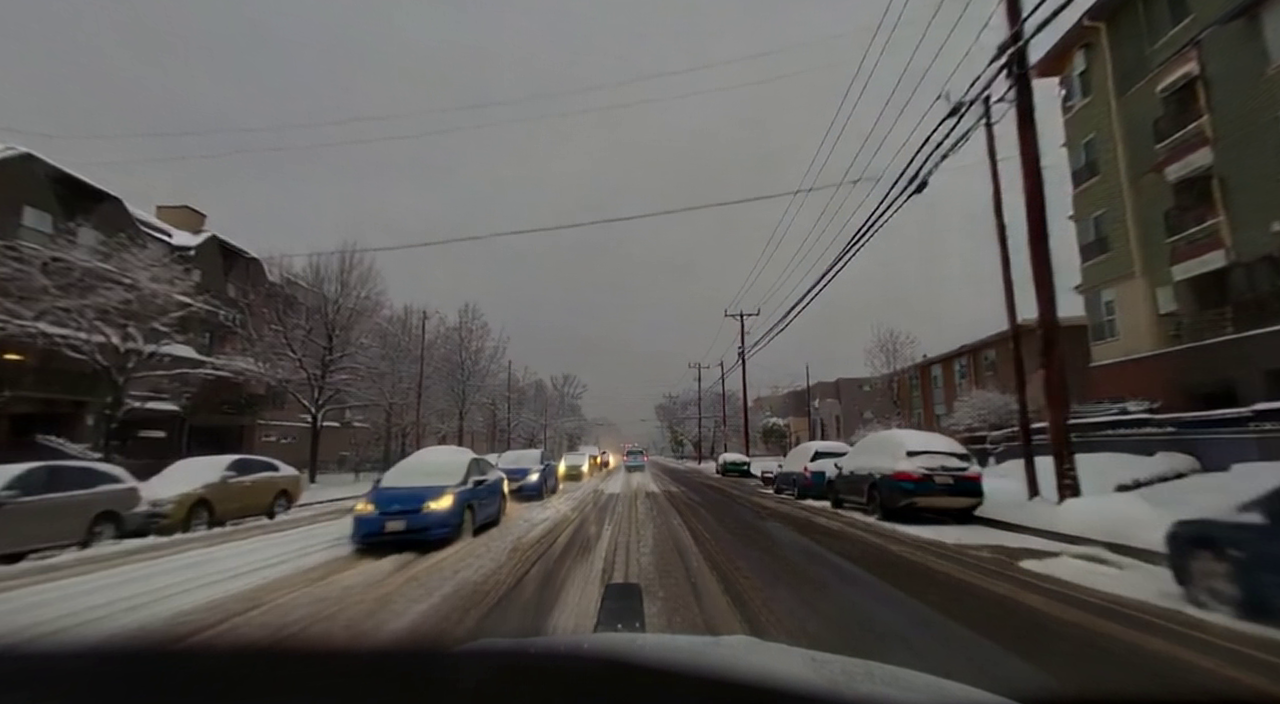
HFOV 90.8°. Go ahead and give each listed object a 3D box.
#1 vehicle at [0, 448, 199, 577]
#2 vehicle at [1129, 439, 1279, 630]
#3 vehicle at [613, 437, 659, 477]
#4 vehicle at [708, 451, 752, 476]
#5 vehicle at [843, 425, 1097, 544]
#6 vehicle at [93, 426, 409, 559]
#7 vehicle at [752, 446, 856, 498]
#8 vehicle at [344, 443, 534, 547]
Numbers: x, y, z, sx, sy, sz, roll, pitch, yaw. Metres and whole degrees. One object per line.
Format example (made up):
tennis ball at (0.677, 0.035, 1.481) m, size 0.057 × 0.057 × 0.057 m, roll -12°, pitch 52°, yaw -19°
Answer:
vehicle at (-9.453, 2.342, 9.812) m, size 1.950 × 1.668 × 4.552 m, roll 0°, pitch -8°, yaw -1°
vehicle at (6.223, 1.389, 4.459) m, size 1.964 × 1.550 × 4.424 m, roll 0°, pitch -8°, yaw 0°
vehicle at (-0.158, 5.551, 33.901) m, size 2.308 × 1.940 × 4.125 m, roll -1°, pitch -7°, yaw 1°
vehicle at (5.796, 7.214, 41.126) m, size 1.943 × 1.490 × 4.783 m, roll 0°, pitch -8°, yaw -3°
vehicle at (6.163, 2.513, 12.775) m, size 2.211 × 1.884 × 5.031 m, roll 0°, pitch -8°, yaw -3°
vehicle at (-6.348, 2.325, 11.333) m, size 2.451 × 1.823 × 4.900 m, roll 0°, pitch -8°, yaw 1°
vehicle at (6.098, 4.529, 24.477) m, size 2.350 × 1.706 × 5.901 m, roll 0°, pitch -8°, yaw -1°
vehicle at (-3.310, 2.415, 11.457) m, size 1.972 × 1.498 × 4.304 m, roll 0°, pitch -8°, yaw 1°
